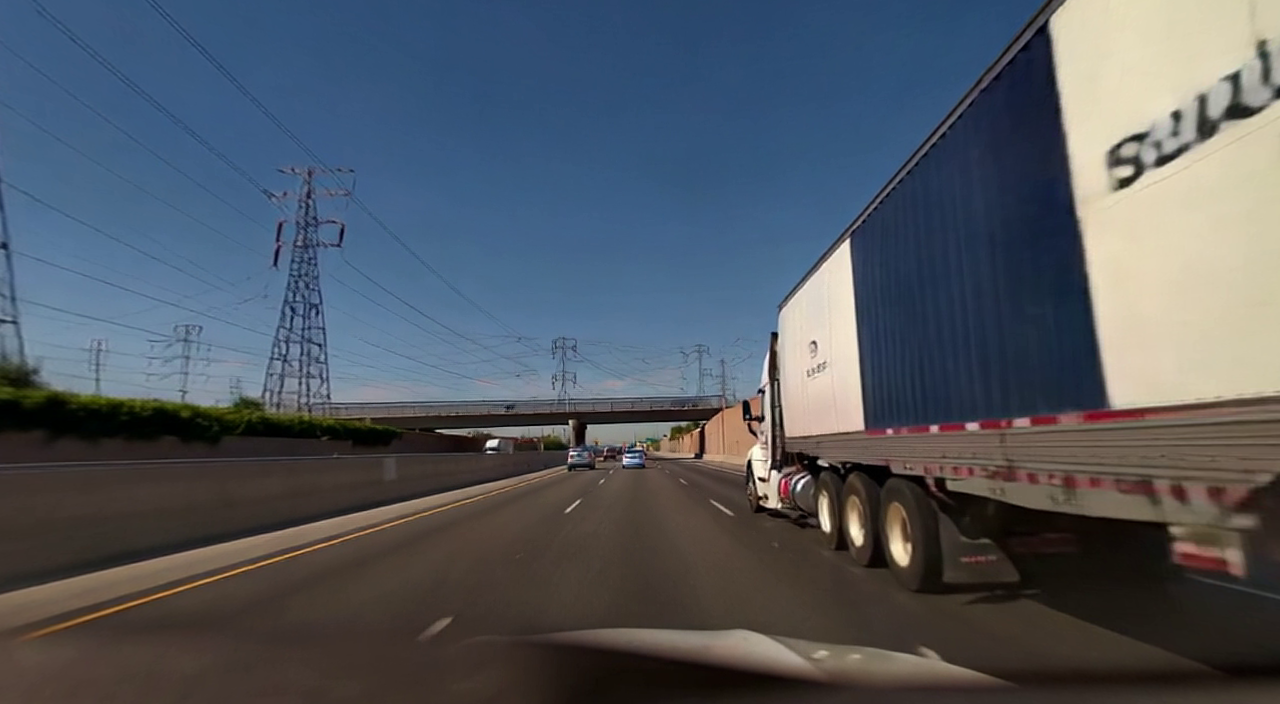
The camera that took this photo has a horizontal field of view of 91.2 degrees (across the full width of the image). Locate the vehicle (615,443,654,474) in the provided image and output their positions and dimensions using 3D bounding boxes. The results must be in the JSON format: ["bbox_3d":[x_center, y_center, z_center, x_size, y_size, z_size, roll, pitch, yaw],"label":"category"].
[{"bbox_3d":[-0.286,5.857,34.663,2.004,1.615,4.113,0,-9,0],"label":"vehicle"}]

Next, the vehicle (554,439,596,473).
[{"bbox_3d":[-3.884,6.362,38.545,2.077,1.884,4.961,0,-9,0],"label":"vehicle"}]

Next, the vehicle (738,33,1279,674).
[{"bbox_3d":[3.813,0.625,8.801,3.011,3.930,10.078,0,-9,-1],"label":"vehicle"}]
